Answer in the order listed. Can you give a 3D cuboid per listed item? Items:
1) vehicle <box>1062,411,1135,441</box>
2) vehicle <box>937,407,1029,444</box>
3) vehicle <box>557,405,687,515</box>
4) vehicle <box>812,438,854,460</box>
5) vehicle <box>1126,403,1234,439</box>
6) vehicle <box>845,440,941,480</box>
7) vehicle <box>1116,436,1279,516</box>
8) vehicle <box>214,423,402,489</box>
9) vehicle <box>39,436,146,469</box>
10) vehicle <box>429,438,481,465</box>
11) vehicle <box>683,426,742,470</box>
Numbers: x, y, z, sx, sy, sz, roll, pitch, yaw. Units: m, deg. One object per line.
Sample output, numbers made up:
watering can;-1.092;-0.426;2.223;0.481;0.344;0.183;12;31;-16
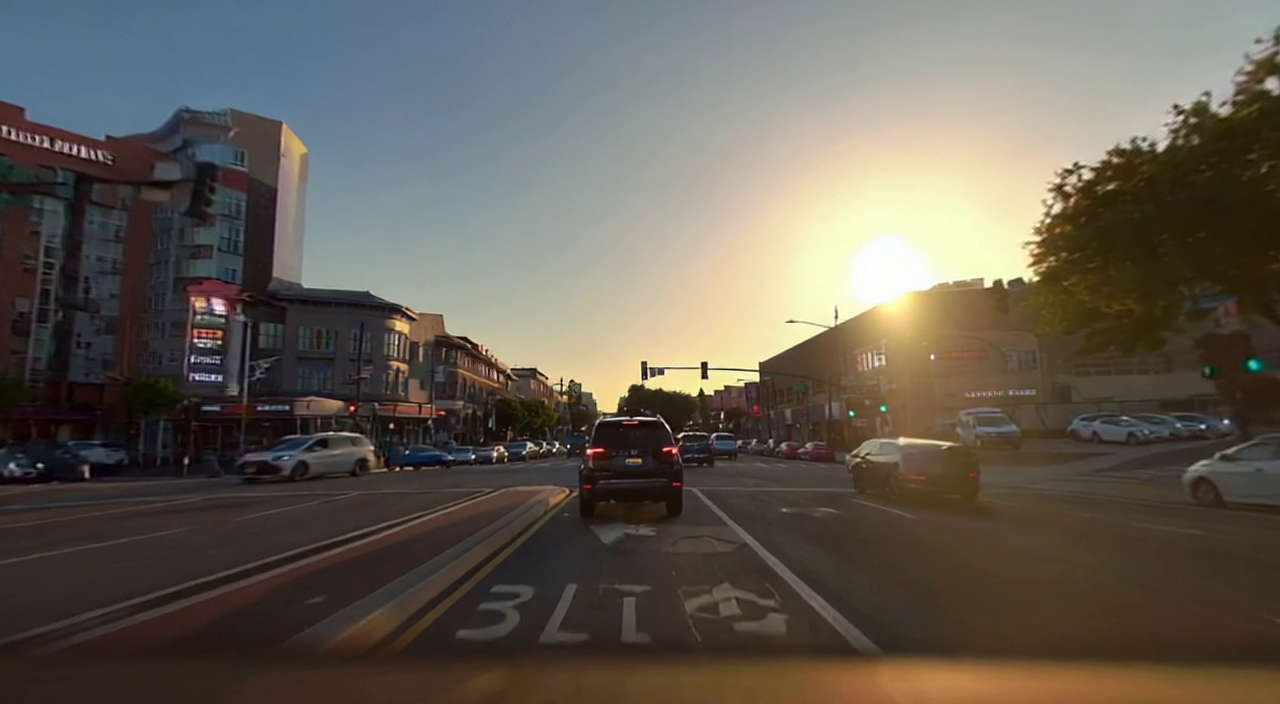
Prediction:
vehicle;24.506;3.942;33.824;1.422;1.496;3.318;1;-6;1
vehicle;18.640;4.120;34.605;2.123;1.884;5.170;0;-8;1
vehicle;-0.356;2.292;13.779;2.242;1.812;4.993;-3;-8;-1
vehicle;14.351;7.239;47.137;1.746;1.446;4.475;-3;-8;0
vehicle;29.389;3.711;34.523;1.913;1.651;4.727;3;-3;2
vehicle;9.858;4.223;24.998;1.863;1.426;4.494;0;-8;-1
vehicle;13.753;2.784;14.650;1.734;1.527;4.531;-3;-8;-1
vehicle;-10.581;3.309;20.334;4.827;1.856;2.291;7;-11;-42
vehicle;-31.709;5.917;36.815;2.060;1.732;5.462;1;-11;-9
vehicle;-12.523;6.746;43.000;1.993;1.708;5.219;0;-8;0
vehicle;3.412;4.664;30.720;2.115;1.932;5.189;0;-8;-1
